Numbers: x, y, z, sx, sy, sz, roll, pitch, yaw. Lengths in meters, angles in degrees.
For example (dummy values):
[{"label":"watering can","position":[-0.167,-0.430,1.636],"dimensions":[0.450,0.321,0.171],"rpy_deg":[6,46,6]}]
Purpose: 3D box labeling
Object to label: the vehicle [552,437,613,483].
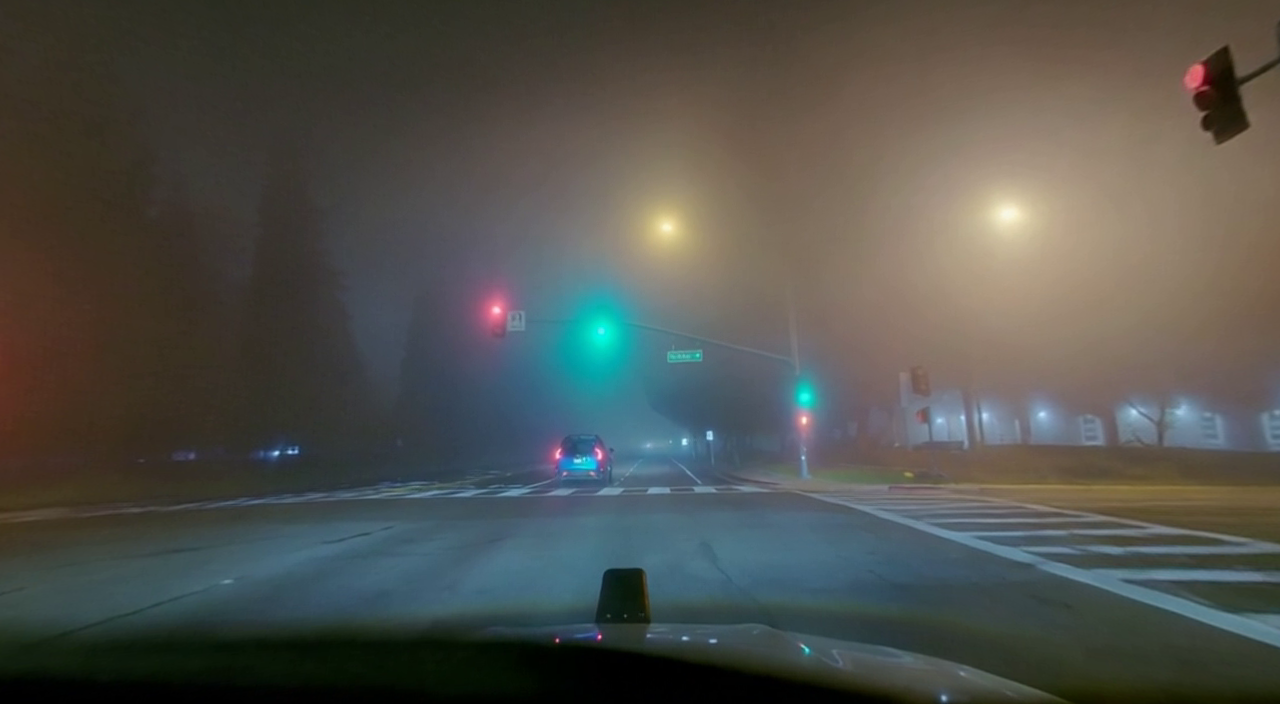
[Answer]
[{"label":"vehicle","position":[-2.371,4.588,27.184],"dimensions":[2.123,1.799,4.425],"rpy_deg":[0,-8,1]}]
